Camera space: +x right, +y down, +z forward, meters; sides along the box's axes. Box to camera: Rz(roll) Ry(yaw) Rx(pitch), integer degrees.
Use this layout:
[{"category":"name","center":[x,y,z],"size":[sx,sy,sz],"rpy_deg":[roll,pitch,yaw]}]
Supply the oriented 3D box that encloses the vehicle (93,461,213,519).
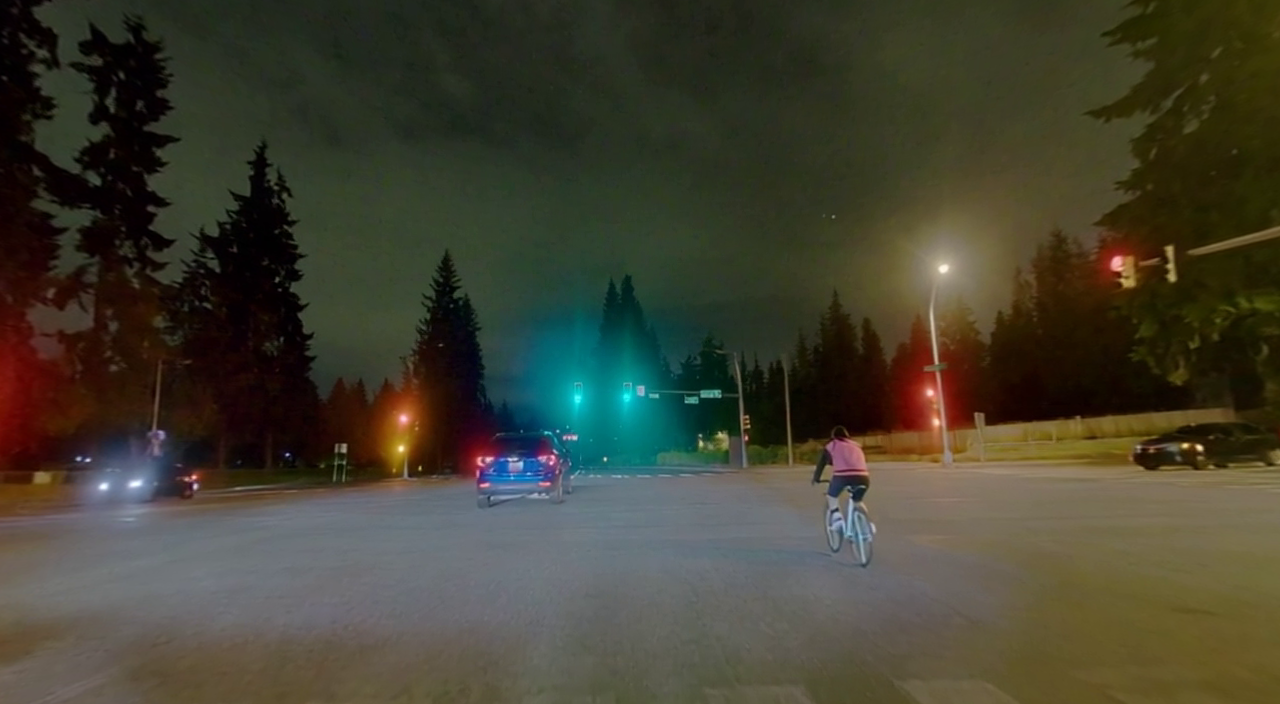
[{"category":"vehicle","center":[-14.913,4.178,19.614],"size":[2.171,1.474,4.513],"rpy_deg":[5,-10,-28]}]

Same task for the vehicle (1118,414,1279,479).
[{"category":"vehicle","center":[19.066,3.185,21.269],"size":[4.237,1.948,1.997],"rpy_deg":[-1,-10,-8]}]

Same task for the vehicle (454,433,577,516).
[{"category":"vehicle","center":[-2.904,2.967,15.872],"size":[2.049,1.756,4.602],"rpy_deg":[0,-8,1]}]
